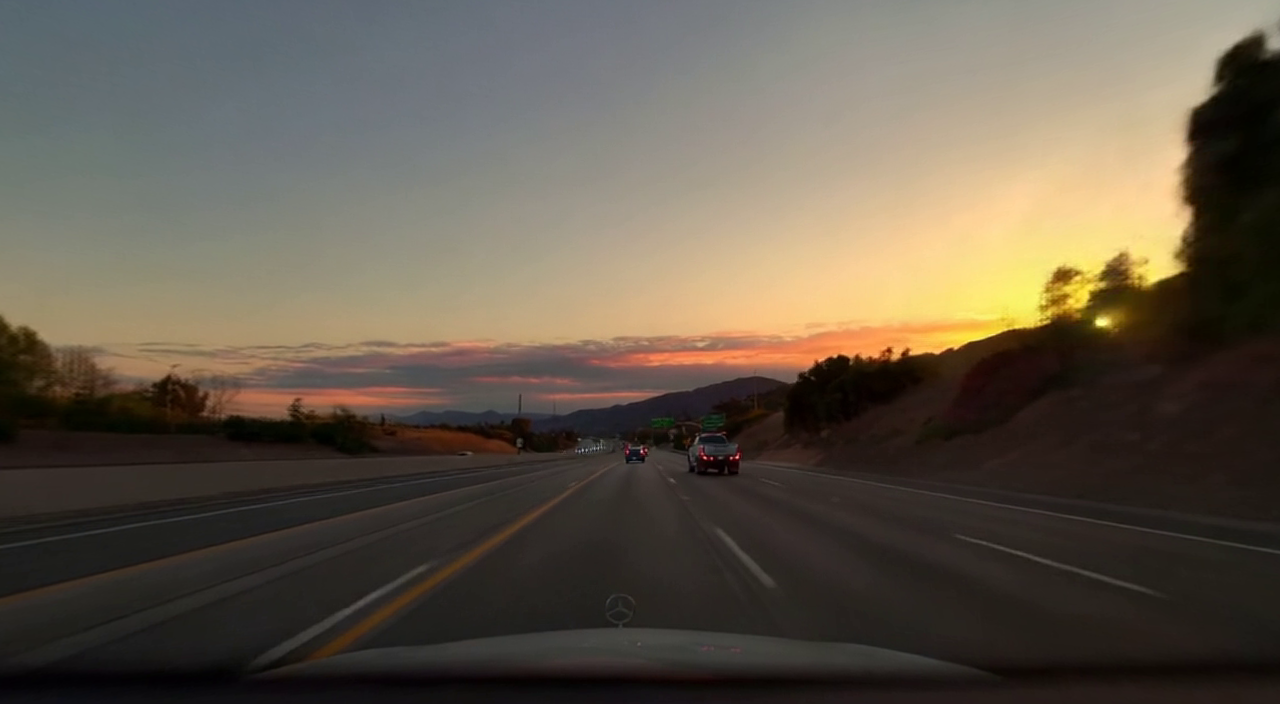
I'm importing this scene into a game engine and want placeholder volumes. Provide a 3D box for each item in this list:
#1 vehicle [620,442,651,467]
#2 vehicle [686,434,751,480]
[{"bbox_3d":[-0.305,7.341,45.361,2.142,1.664,4.076,0,-9,1],"label":"vehicle"},{"bbox_3d":[3.354,4.619,27.986,2.269,1.839,4.554,0,-9,-1],"label":"vehicle"}]
